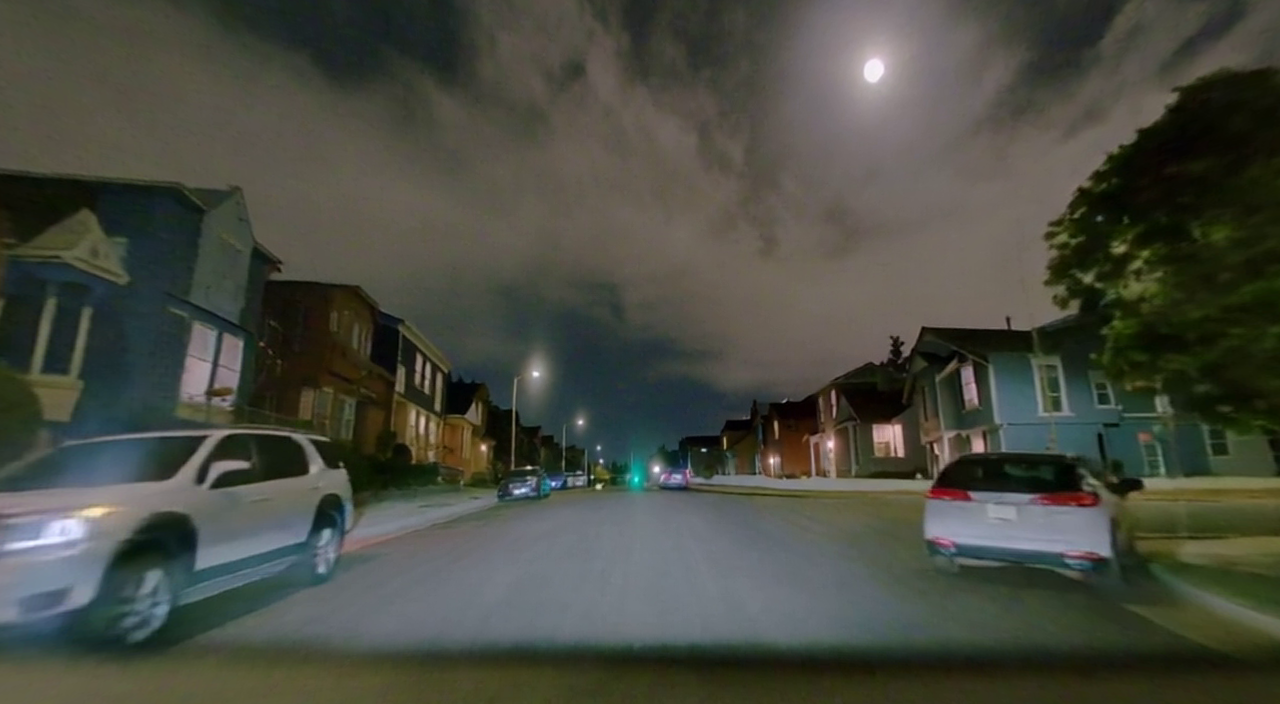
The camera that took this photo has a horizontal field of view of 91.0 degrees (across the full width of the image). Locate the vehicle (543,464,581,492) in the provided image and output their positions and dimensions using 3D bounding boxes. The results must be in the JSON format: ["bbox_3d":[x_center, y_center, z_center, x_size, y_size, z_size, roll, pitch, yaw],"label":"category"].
[{"bbox_3d":[-4.874,7.963,39.995,2.020,1.470,5.300,0,-9,-3],"label":"vehicle"}]

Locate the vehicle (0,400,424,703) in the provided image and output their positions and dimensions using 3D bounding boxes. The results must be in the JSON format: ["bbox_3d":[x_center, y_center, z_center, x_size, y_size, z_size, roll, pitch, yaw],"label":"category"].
[{"bbox_3d":[-4.198,1.417,6.132,2.131,1.851,5.650,0,-4,1],"label":"vehicle"}]

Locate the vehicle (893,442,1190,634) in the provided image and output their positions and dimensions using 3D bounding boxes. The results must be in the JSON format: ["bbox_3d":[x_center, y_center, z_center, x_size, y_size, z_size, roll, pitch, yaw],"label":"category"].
[{"bbox_3d":[4.543,1.902,7.719,2.139,1.533,4.676,-5,-10,27],"label":"vehicle"}]

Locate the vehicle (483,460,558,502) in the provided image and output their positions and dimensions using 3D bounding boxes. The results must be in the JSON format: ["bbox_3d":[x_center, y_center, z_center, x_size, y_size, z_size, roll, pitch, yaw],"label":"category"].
[{"bbox_3d":[-4.663,5.105,25.322,2.080,1.471,4.638,1,-10,0],"label":"vehicle"}]

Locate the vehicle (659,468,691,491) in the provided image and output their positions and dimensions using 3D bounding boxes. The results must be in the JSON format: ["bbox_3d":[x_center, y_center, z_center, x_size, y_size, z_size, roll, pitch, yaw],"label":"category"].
[{"bbox_3d":[2.542,9.378,46.572,1.888,1.484,4.476,0,-9,-2],"label":"vehicle"}]
